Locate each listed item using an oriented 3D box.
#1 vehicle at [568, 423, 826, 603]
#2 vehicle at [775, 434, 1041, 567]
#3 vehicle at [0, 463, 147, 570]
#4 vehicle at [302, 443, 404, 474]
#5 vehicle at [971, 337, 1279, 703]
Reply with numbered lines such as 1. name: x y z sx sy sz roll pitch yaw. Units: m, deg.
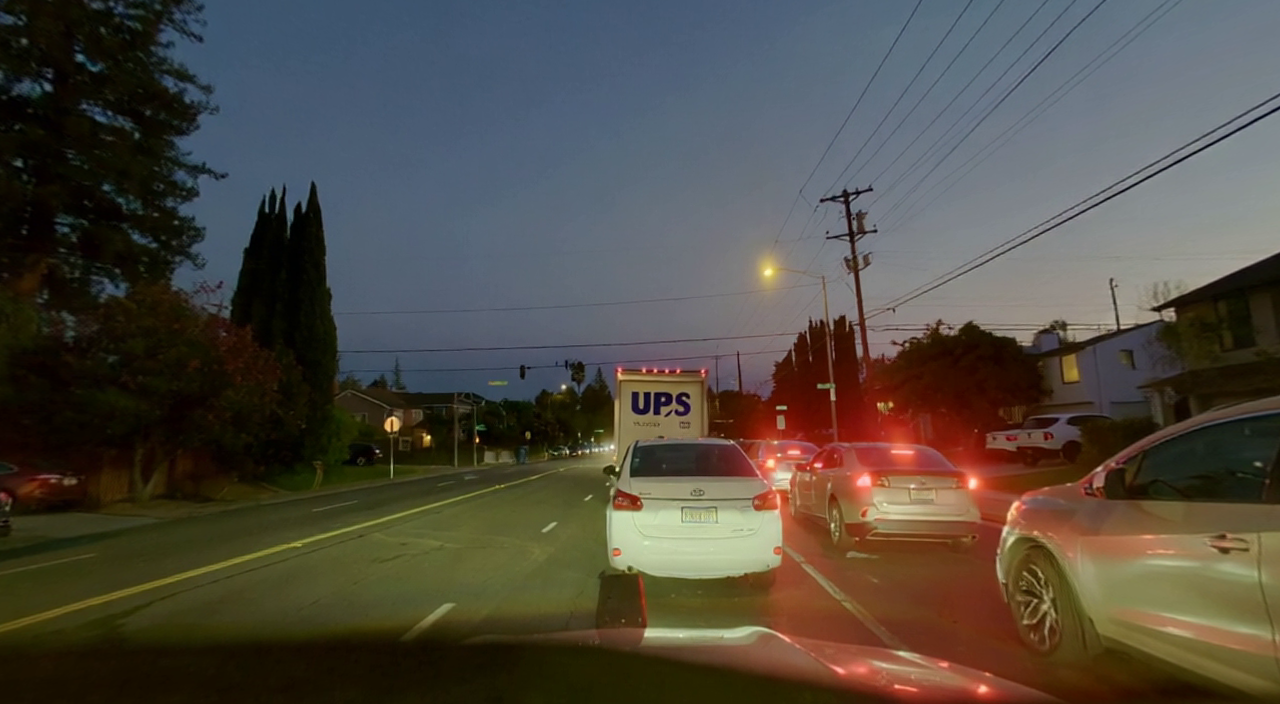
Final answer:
1. vehicle: 0.472 1.681 7.529 2.158 1.499 4.377 0 -8 0
2. vehicle: 3.503 2.010 9.354 1.993 1.479 4.487 0 -8 0
3. vehicle: -10.352 2.492 9.490 1.925 1.482 4.753 0 -8 0
4. vehicle: -17.428 6.466 38.305 5.274 1.793 1.921 0 -8 3
5. vehicle: 3.315 0.768 1.927 2.069 1.722 4.888 0 -8 2
